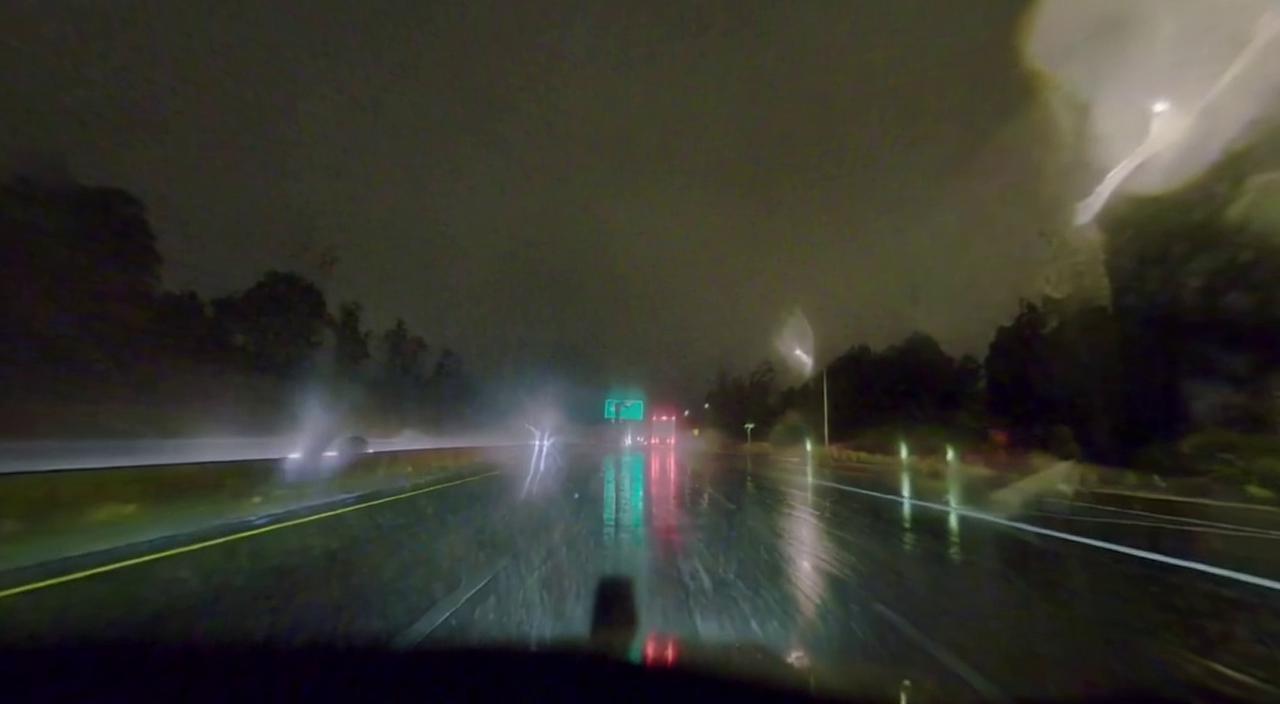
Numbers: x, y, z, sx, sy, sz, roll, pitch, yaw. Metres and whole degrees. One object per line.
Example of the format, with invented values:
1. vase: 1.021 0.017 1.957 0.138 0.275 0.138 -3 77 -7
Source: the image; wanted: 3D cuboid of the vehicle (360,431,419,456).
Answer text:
1. vehicle: -16.038 5.890 40.554 1.904 1.543 4.637 0 -8 -1
